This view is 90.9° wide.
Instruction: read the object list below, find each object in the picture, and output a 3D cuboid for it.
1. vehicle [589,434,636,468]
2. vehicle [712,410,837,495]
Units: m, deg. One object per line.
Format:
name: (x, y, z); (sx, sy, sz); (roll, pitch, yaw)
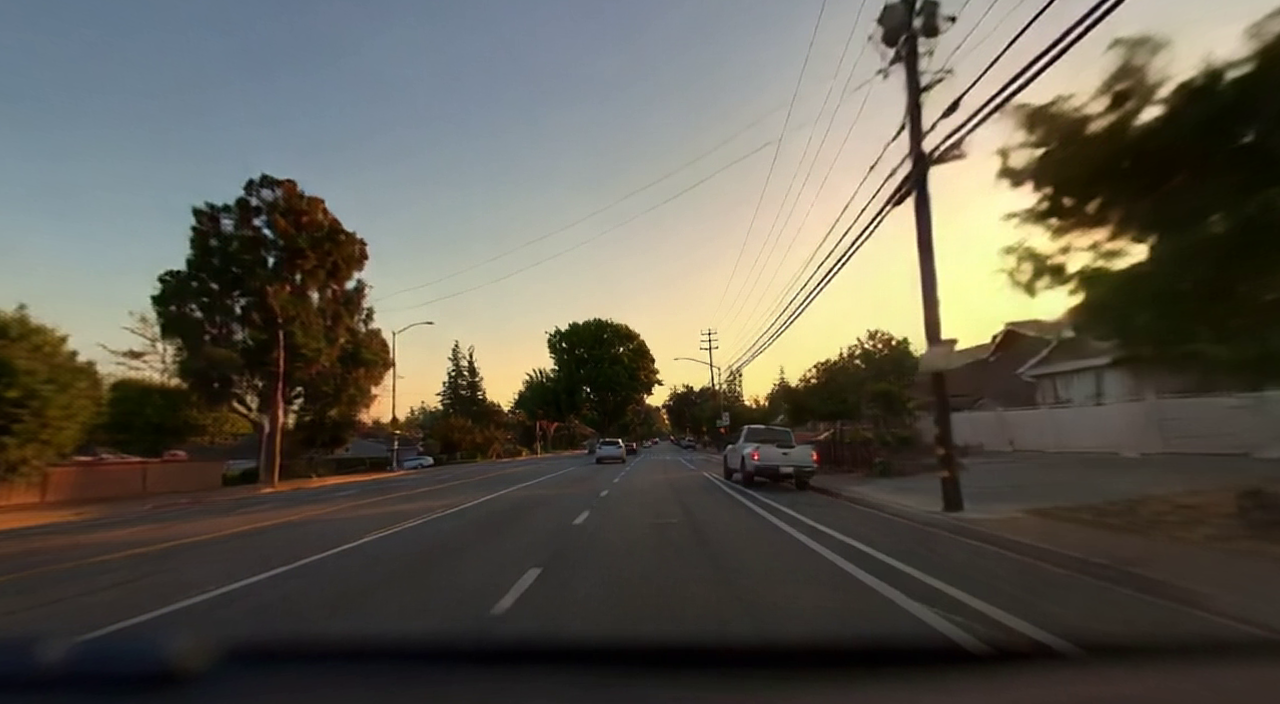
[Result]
vehicle: (-1.554, 5.871, 37.593); (2.327, 1.861, 4.941); (-1, -9, 2)
vehicle: (3.917, 3.113, 19.788); (2.622, 2.137, 6.267); (2, -9, 1)
